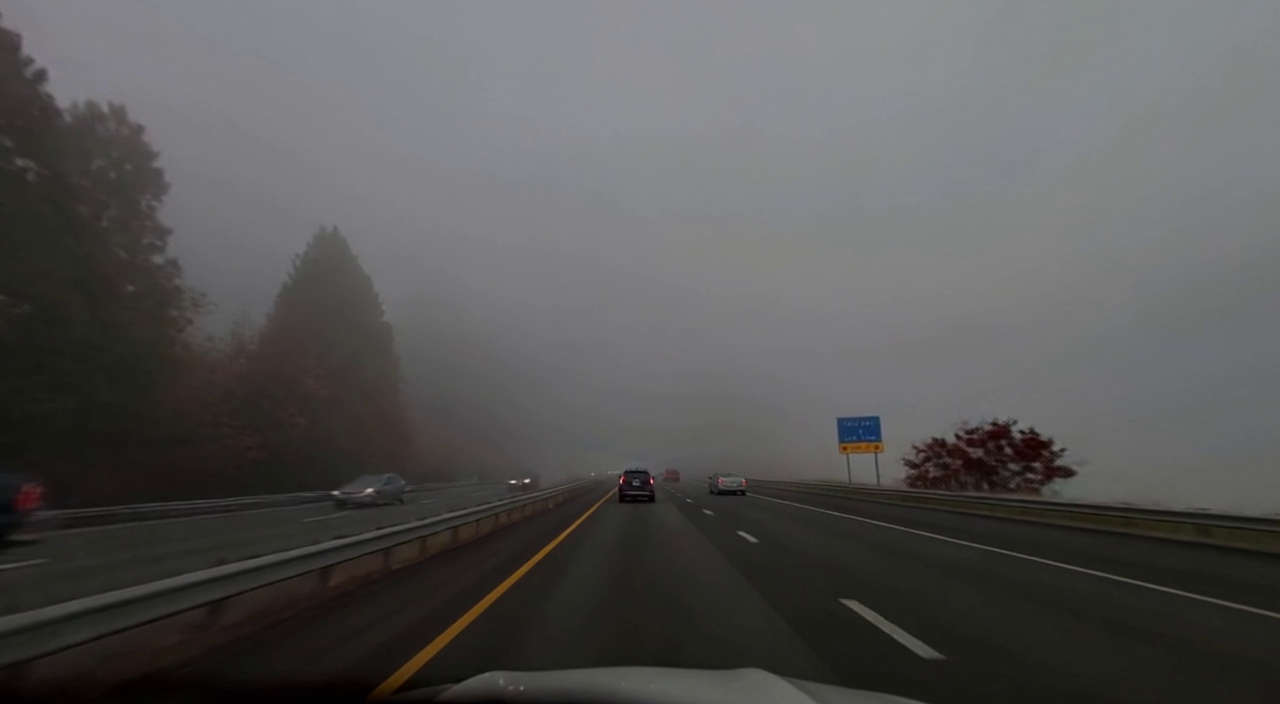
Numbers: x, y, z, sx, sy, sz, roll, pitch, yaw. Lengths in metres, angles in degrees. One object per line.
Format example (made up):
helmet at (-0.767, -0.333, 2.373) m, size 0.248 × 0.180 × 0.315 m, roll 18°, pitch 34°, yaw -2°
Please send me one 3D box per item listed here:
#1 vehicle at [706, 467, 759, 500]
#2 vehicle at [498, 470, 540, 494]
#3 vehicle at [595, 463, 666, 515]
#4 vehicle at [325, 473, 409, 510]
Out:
vehicle at (4.547, 6.550, 31.698) m, size 1.974 × 1.476 × 4.119 m, roll 1°, pitch -10°, yaw -1°
vehicle at (-8.092, 8.751, 42.515) m, size 1.843 × 1.448 × 4.542 m, roll 1°, pitch -10°, yaw 1°
vehicle at (-0.293, 4.340, 20.254) m, size 2.060 × 1.473 × 3.726 m, roll 1°, pitch -10°, yaw 0°
vehicle at (-12.084, 6.195, 28.214) m, size 1.880 × 1.420 × 4.212 m, roll 1°, pitch -10°, yaw 0°
